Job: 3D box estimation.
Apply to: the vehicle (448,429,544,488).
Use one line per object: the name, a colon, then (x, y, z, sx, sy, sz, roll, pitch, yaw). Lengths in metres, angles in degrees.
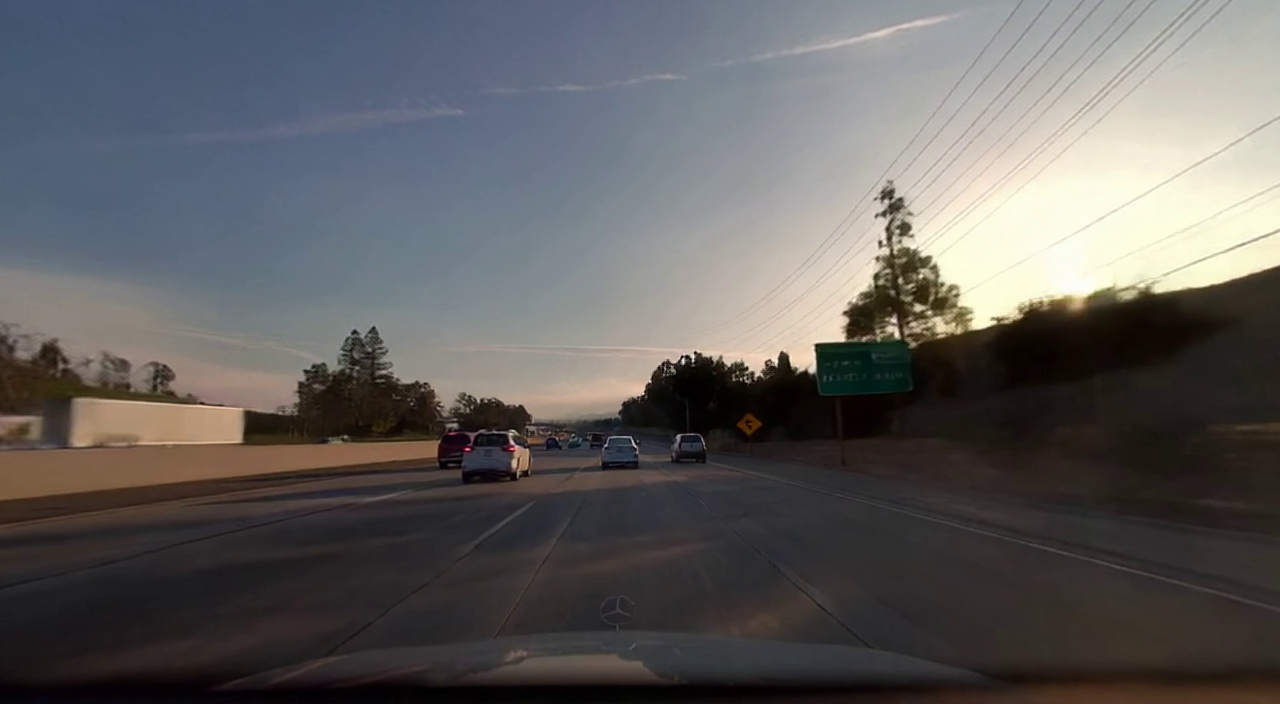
vehicle: (-4.278, 3.215, 19.522, 1.901, 1.601, 4.610, 0, -8, 0)

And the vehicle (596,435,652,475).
vehicle: (-0.639, 4.117, 25.588, 2.086, 1.488, 3.440, 0, -8, -1)

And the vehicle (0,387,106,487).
vehicle: (-23.536, 3.105, 22.947, 2.932, 3.425, 5.893, 0, -8, -1)

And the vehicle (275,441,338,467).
vehicle: (-20.085, 6.135, 38.122, 1.699, 1.414, 3.845, 0, -8, -1)

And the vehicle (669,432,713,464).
vehicle: (2.892, 5.533, 36.665, 1.950, 1.695, 4.446, 0, -8, -2)
